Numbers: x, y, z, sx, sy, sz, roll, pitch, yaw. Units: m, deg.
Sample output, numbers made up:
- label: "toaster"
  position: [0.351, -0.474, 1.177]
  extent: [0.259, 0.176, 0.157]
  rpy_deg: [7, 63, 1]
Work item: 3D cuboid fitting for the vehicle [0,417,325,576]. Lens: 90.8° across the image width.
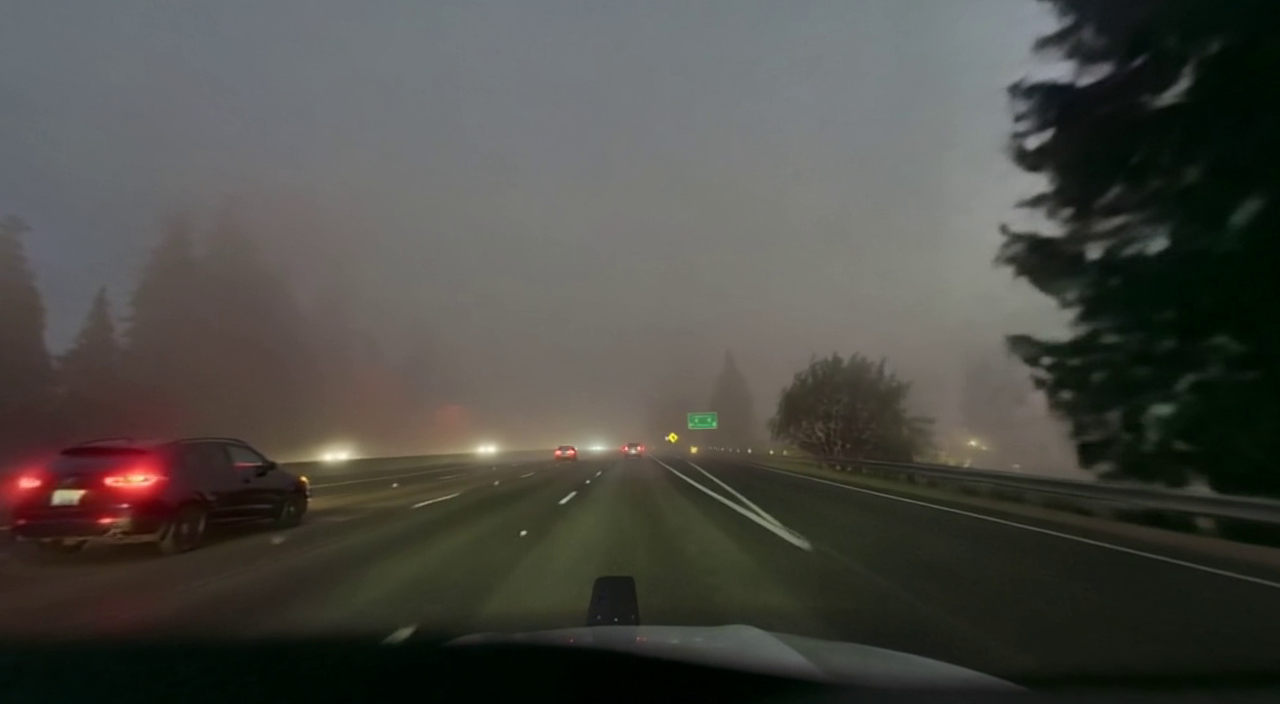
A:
- label: "vehicle"
  position: [-6.689, 1.843, 8.894]
  extent: [2.016, 1.606, 4.806]
  rpy_deg: [0, -9, 0]
